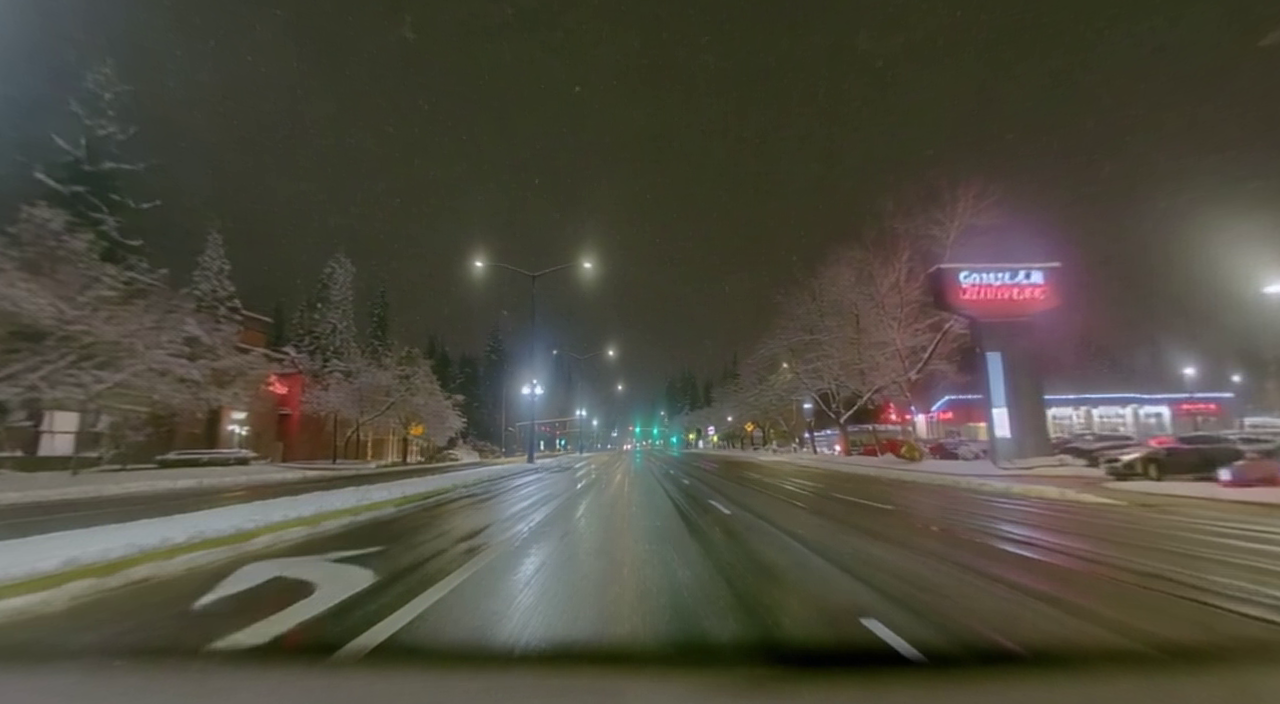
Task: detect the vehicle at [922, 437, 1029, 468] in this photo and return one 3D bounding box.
[{"bbox_3d":[17.018,5.125,32.223,4.324,1.536,1.947,0,-9,-1],"label":"vehicle"}]

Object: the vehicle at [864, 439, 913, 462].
[{"bbox_3d":[18.845,7.517,48.102,1.886,1.670,4.562,0,-9,1],"label":"vehicle"}]

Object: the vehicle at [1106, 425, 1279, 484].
[{"bbox_3d":[17.917,3.196,19.820,4.935,1.753,1.958,0,-9,1],"label":"vehicle"}]
